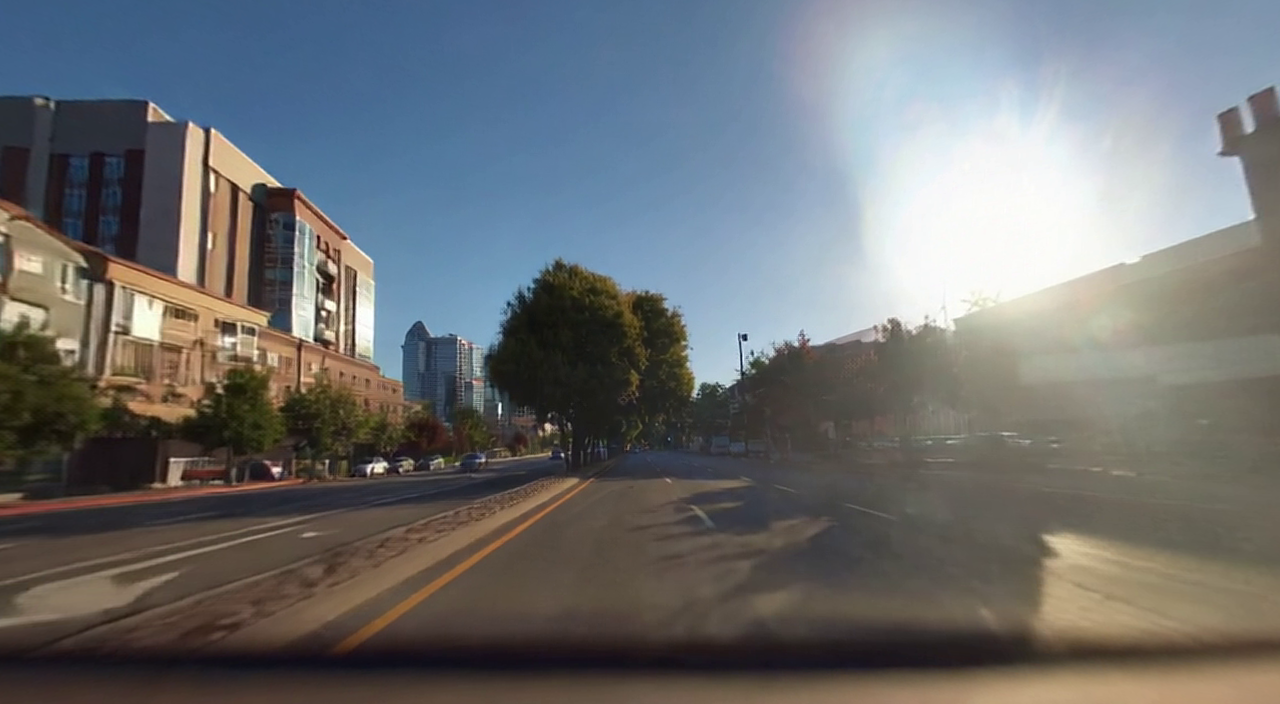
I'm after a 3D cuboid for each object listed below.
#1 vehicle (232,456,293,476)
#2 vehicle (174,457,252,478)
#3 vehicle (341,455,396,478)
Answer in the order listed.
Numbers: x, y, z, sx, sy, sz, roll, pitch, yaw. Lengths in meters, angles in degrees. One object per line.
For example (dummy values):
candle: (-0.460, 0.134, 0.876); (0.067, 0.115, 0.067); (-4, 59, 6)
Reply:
vehicle: (-29.526, 8.934, 49.454); (3.637, 1.430, 1.636); (-1, -9, -2)
vehicle: (-30.233, 8.185, 44.803); (4.126, 1.455, 1.791); (0, -9, -2)
vehicle: (-19.786, 8.340, 46.242); (1.856, 1.479, 4.554); (0, -9, 1)
